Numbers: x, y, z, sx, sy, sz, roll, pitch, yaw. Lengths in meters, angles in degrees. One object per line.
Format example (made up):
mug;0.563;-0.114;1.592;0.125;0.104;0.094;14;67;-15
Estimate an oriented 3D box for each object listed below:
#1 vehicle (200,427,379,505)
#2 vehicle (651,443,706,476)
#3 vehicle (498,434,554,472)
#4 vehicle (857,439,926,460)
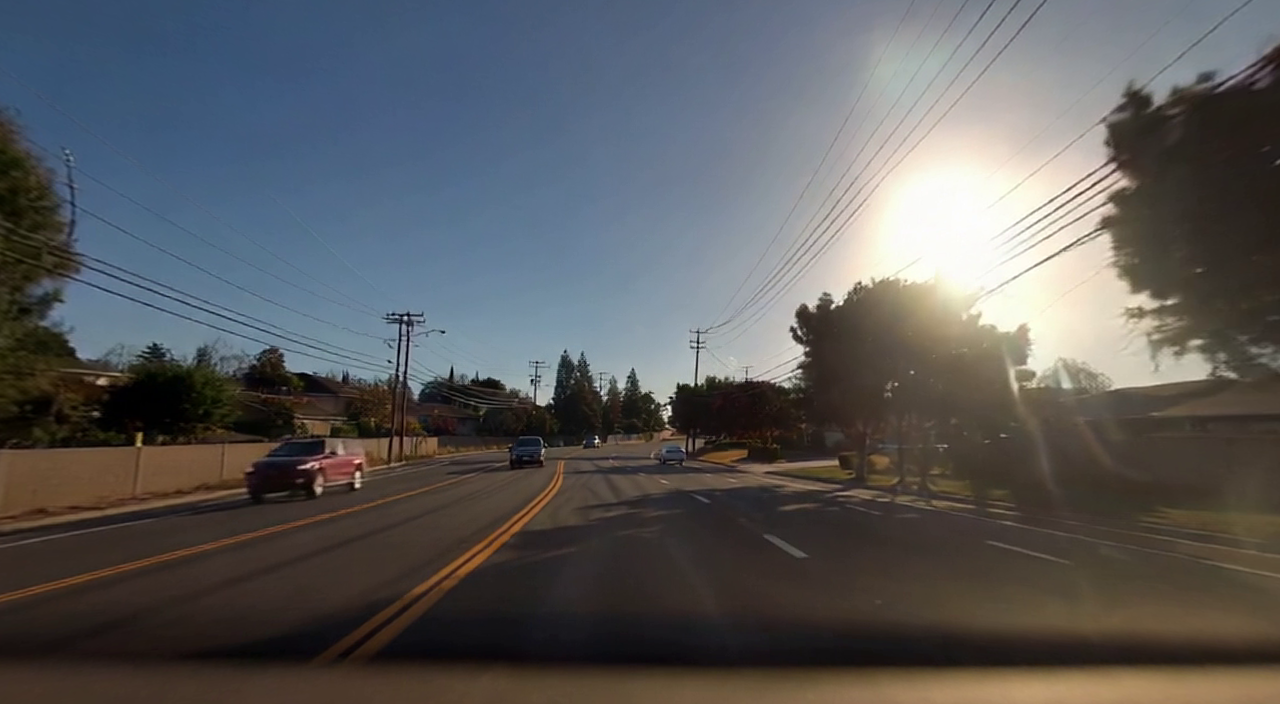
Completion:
vehicle;-8.533;2.813;15.919;2.169;1.656;4.378;0;-9;-3
vehicle;1.752;5.108;30.264;1.982;1.451;4.152;1;-9;-6
vehicle;-5.624;5.055;31.716;2.205;1.769;4.589;0;-9;-3
vehicle;19.088;7.387;47.945;4.444;1.479;1.913;1;-7;-7
